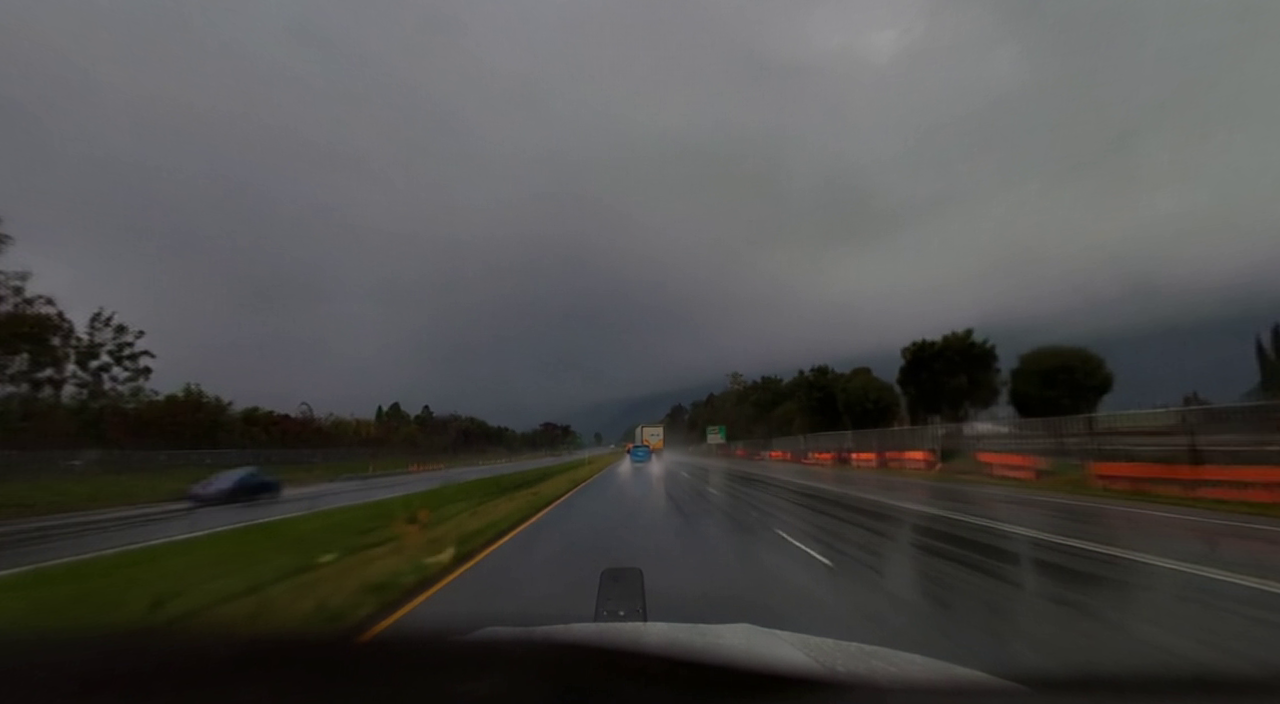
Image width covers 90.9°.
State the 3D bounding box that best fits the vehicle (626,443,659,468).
[{"bbox_3d":[0.148,6.854,41.964,2.065,1.573,3.734,0,-9,0],"label":"vehicle"}]
